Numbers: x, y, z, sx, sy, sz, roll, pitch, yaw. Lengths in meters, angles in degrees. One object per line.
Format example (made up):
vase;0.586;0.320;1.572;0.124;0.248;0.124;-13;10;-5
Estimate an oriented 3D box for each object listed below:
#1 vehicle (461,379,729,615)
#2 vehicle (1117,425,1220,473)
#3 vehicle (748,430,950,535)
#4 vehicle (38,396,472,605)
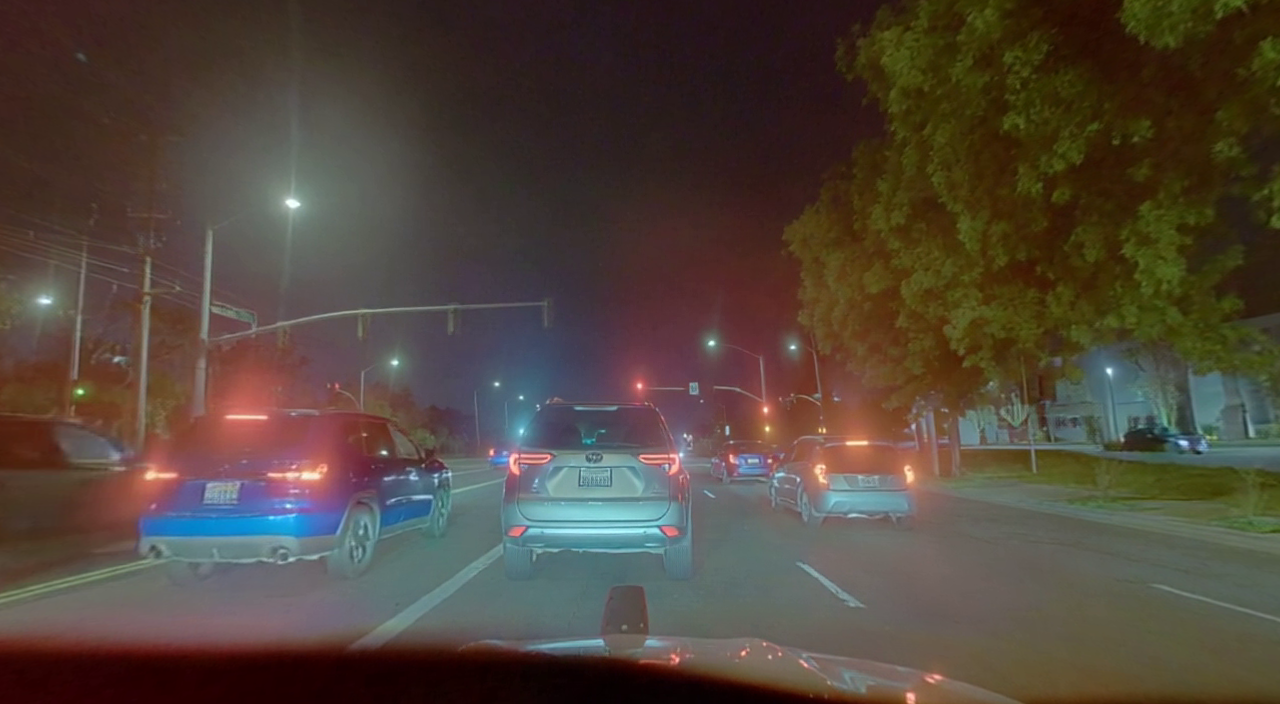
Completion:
vehicle;-0.360;1.437;7.105;2.064;1.817;4.298;0;-8;0
vehicle;19.306;3.513;22.974;4.215;1.578;1.892;7;-11;-38
vehicle;3.376;2.200;11.228;2.121;1.494;4.208;0;-8;0
vehicle;-3.721;1.531;7.424;2.160;1.666;4.583;0;-8;0
